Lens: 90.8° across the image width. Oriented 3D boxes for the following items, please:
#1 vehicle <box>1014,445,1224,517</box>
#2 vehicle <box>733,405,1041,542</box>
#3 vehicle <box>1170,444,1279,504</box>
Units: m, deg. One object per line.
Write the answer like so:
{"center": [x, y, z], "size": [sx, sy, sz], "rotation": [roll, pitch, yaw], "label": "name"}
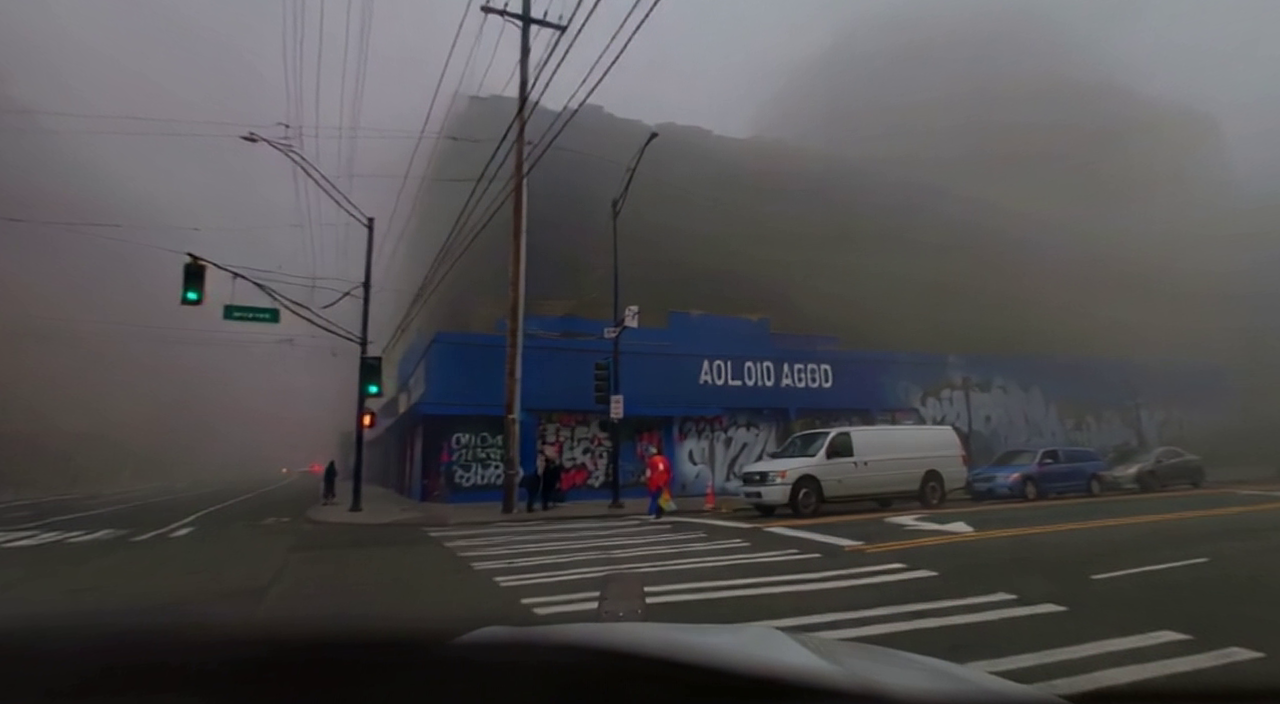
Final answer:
{"center": [11.367, 2.942, 14.966], "size": [4.672, 1.459, 1.938], "rotation": [4, -9, -26], "label": "vehicle"}
{"center": [4.451, 2.085, 11.425], "size": [4.970, 1.972, 2.372], "rotation": [4, -10, -27], "label": "vehicle"}
{"center": [17.775, 3.422, 18.143], "size": [4.619, 1.511, 2.010], "rotation": [4, -9, -25], "label": "vehicle"}
